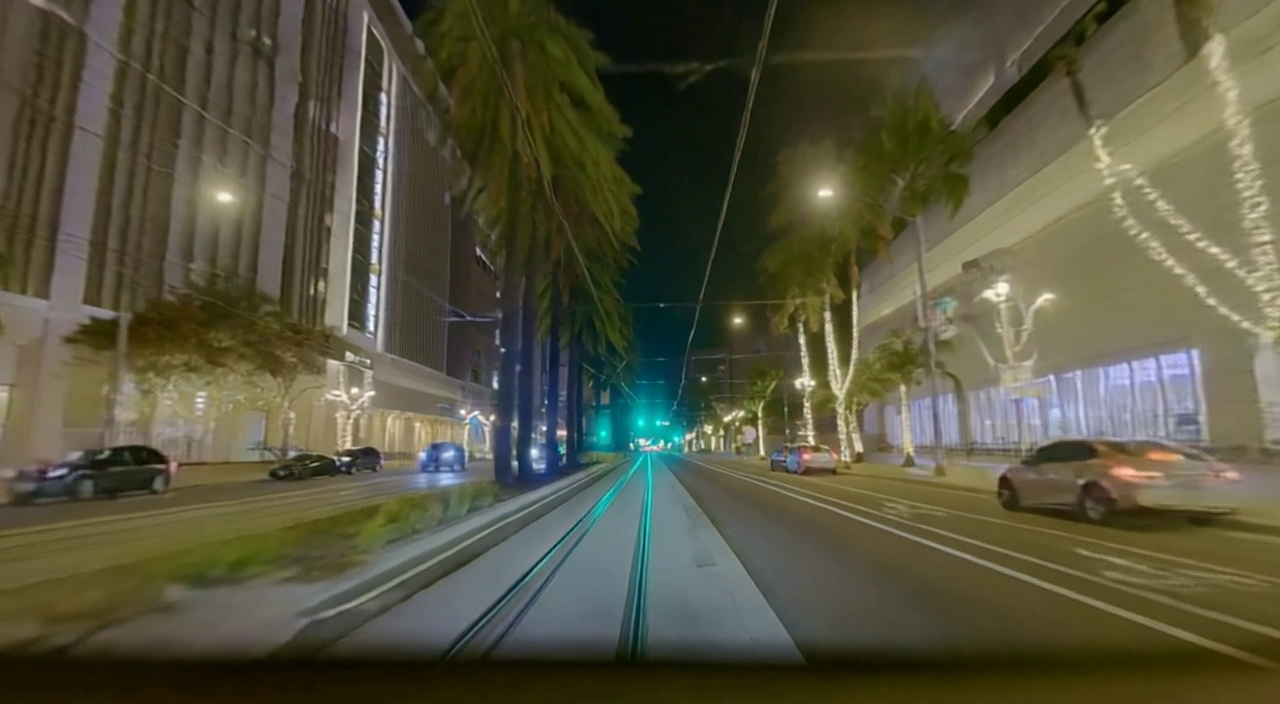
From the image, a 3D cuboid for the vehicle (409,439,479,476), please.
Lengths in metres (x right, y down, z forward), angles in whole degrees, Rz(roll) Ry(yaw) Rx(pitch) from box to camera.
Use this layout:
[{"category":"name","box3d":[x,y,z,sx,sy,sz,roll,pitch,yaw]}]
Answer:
[{"category":"vehicle","box3d":[-10.638,5.735,34.679,2.096,1.860,4.953,-1,-8,2]}]

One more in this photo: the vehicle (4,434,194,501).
[{"category":"vehicle","box3d":[-16.591,3.536,19.724,1.974,1.808,4.373,0,-8,1]}]

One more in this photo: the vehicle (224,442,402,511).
[{"category":"vehicle","box3d":[-7.933,3.039,15.914,2.046,1.475,4.426,0,-8,1]}]

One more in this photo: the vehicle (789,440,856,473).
[{"category":"vehicle","box3d":[8.825,5.088,30.814,1.816,1.488,4.102,0,-8,-4]}]

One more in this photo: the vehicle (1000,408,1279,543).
[{"category":"vehicle","box3d":[8.371,1.906,10.382,1.995,1.677,4.863,0,-8,0]}]
